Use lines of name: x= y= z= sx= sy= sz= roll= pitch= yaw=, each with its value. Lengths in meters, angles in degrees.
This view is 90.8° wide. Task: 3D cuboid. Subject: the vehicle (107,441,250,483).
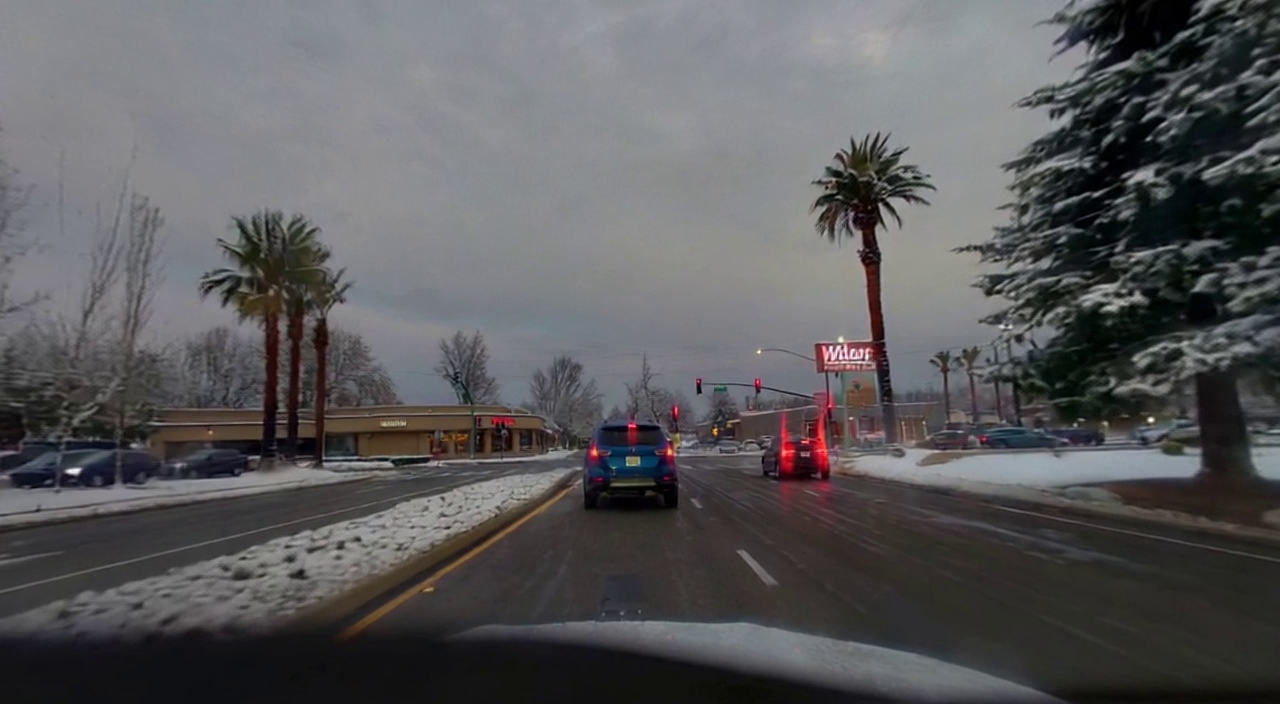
vehicle: x=-19.319 y=4.609 z=26.578 sx=4.510 sy=1.682 sz=1.902 roll=0 pitch=-9 yaw=2

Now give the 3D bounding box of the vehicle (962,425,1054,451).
vehicle: x=26.915 y=6.348 z=46.390 sx=5.390 sy=1.773 sz=2.119 roll=-3 pitch=-9 yaw=16

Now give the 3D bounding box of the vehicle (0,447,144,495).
vehicle: x=-19.638 y=3.961 z=21.201 sx=4.370 sy=1.504 sz=1.864 roll=0 pitch=-9 yaw=2

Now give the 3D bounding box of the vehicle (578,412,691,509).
vehicle: x=-0.296 y=2.542 z=15.144 sx=2.263 sy=1.932 sz=4.709 roll=1 pitch=-9 yaw=-5

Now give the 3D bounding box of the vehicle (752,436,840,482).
vehicle: x=5.798 y=4.041 z=24.140 sx=2.086 sy=1.560 sz=4.542 roll=0 pitch=-9 yaw=-2
